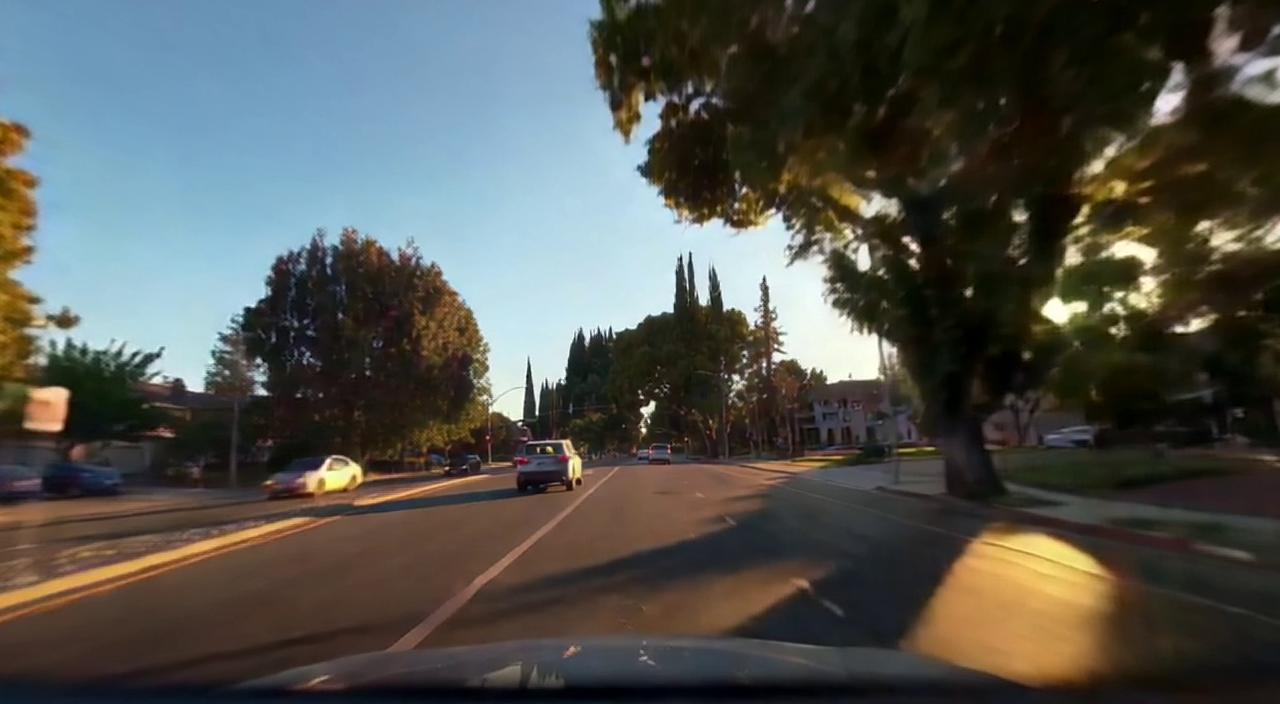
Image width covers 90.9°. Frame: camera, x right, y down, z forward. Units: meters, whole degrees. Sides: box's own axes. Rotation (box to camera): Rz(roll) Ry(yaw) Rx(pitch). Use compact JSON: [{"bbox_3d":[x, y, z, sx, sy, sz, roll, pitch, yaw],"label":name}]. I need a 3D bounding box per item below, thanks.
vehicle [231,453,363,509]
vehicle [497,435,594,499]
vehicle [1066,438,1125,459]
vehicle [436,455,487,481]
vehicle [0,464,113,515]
[{"bbox_3d":[-11.728,4.405,21.998,2.061,1.631,4.502,-1,-8,0],"label":"vehicle"},{"bbox_3d":[-2.965,3.781,21.279,2.459,1.825,5.380,0,-8,0],"label":"vehicle"},{"bbox_3d":[35.125,7.478,48.716,1.719,1.506,3.878,-1,-8,1],"label":"vehicle"},{"bbox_3d":[-11.604,7.568,41.353,1.952,1.500,4.543,-1,-8,1],"label":"vehicle"},{"bbox_3d":[-24.727,5.547,25.634,4.824,1.766,1.967,1,-8,4],"label":"vehicle"}]
